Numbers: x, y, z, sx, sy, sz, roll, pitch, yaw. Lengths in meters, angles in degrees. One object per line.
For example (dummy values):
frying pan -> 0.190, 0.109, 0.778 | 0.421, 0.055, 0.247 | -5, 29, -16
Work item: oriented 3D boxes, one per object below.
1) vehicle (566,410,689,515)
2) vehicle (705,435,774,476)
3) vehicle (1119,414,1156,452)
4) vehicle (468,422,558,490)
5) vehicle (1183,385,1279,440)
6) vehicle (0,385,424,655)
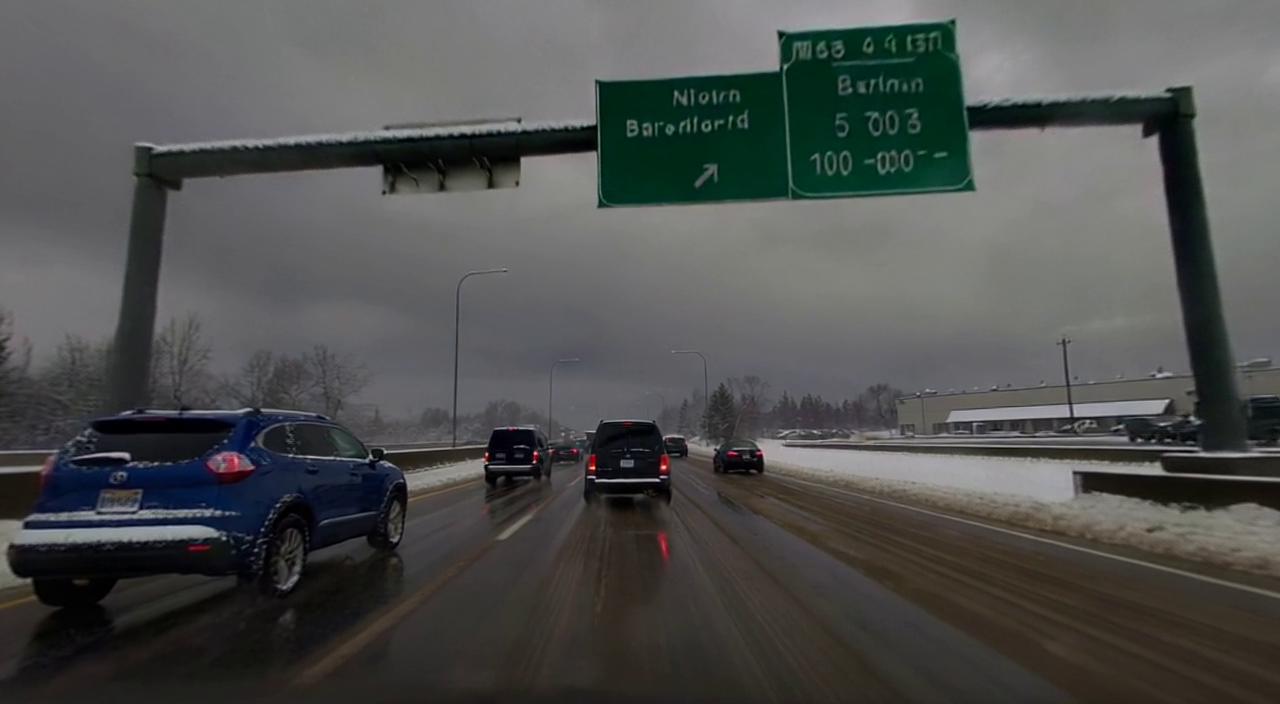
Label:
vehicle -> -0.292, 2.370, 14.004 | 2.304, 1.925, 4.282 | 0, -8, -1
vehicle -> 3.928, 4.159, 25.489 | 1.999, 1.494, 3.833 | 0, -8, -2
vehicle -> 30.778, 5.023, 38.994 | 1.480, 2.238, 1.864 | -6, -10, 34
vehicle -> -3.959, 3.306, 20.396 | 2.038, 1.936, 4.300 | 0, -8, -1
vehicle -> 36.275, 3.759, 37.939 | 2.528, 3.094, 4.804 | -1, -8, 1
vehicle -> -3.866, 1.376, 6.252 | 1.972, 1.703, 4.333 | 0, -8, -1
